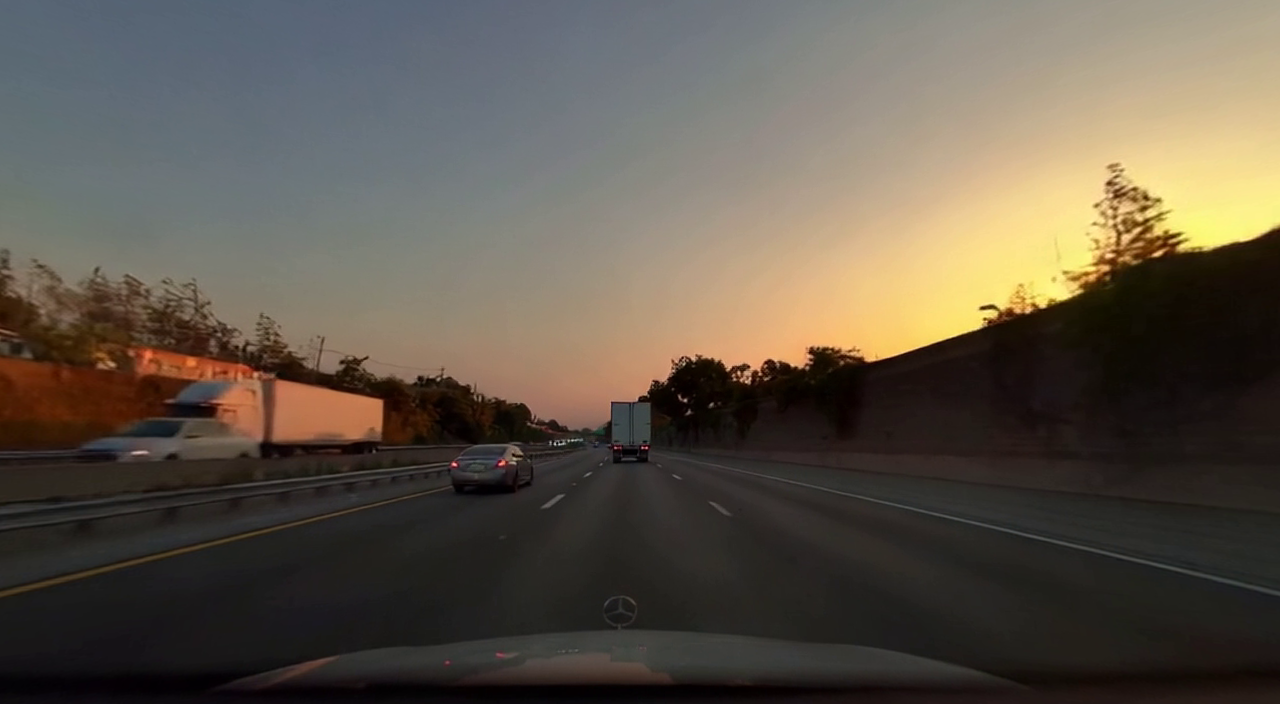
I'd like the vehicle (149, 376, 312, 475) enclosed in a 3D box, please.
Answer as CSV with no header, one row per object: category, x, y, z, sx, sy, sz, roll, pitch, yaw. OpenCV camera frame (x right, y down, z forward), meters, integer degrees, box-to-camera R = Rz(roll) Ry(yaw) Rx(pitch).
vehicle,-17.342,3.273,27.157,2.915,3.765,5.897,-1,-9,0

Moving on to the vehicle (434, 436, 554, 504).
vehicle,-3.626,3.016,16.471,2.057,1.519,4.372,0,-9,1

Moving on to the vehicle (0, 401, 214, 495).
vehicle,-12.897,2.306,15.006,2.047,1.878,4.683,0,-9,0
